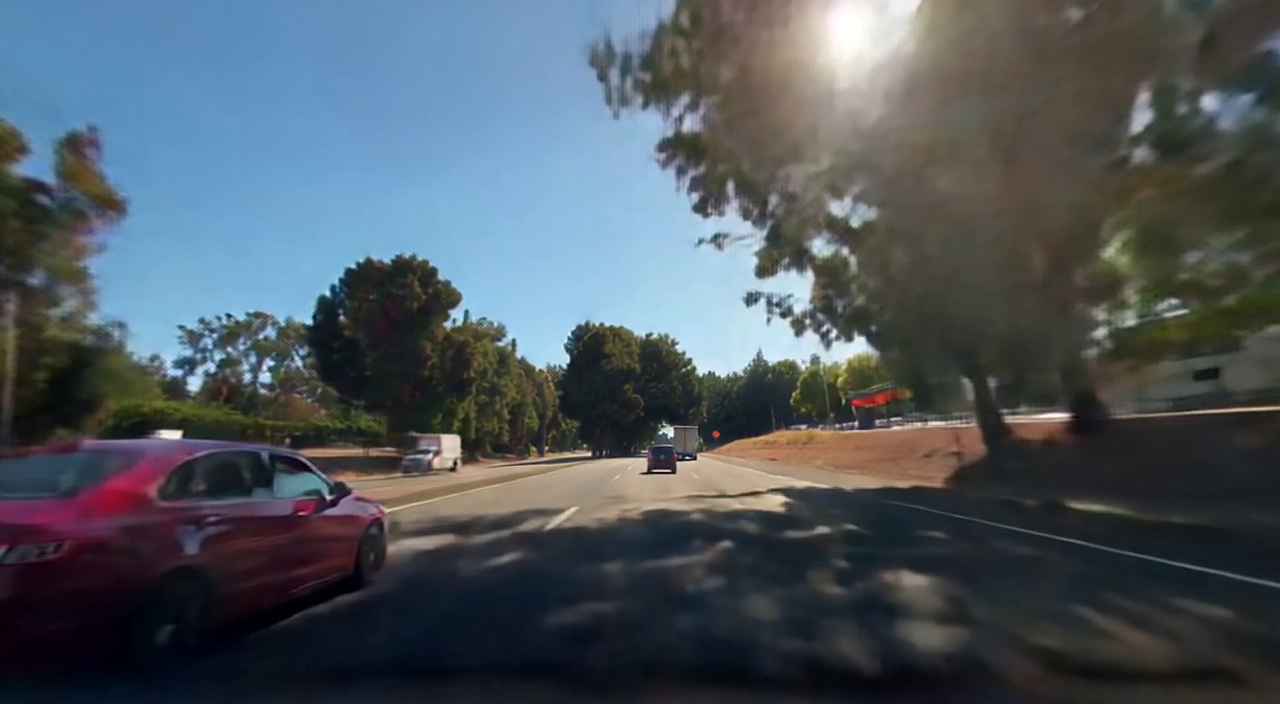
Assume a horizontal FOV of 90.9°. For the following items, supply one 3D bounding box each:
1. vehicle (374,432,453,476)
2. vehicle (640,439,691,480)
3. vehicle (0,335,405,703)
[{"bbox_3d":[-15.839,7.208,44.704,2.726,2.855,6.961,-1,-9,2],"label":"vehicle"},{"bbox_3d":[1.053,4.734,27.957,2.087,1.682,4.388,0,-9,0],"label":"vehicle"},{"bbox_3d":[-3.669,1.142,4.471,2.139,1.804,4.611,0,-9,1],"label":"vehicle"}]
